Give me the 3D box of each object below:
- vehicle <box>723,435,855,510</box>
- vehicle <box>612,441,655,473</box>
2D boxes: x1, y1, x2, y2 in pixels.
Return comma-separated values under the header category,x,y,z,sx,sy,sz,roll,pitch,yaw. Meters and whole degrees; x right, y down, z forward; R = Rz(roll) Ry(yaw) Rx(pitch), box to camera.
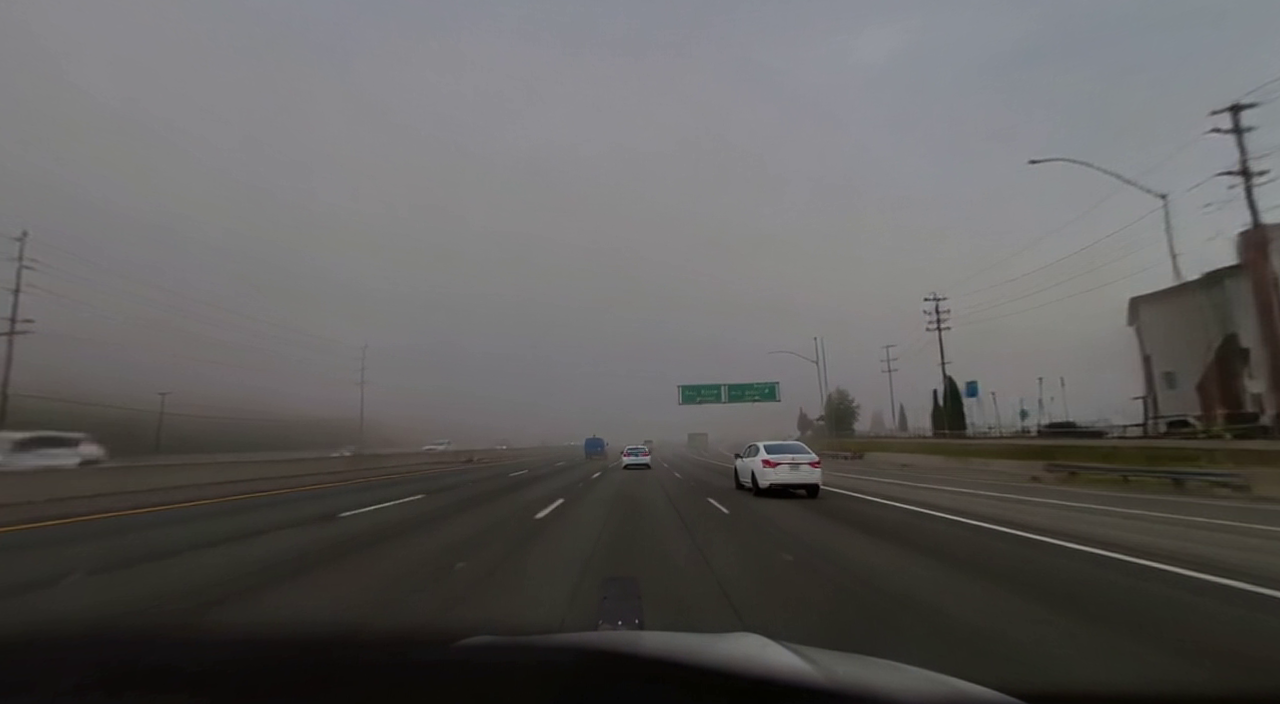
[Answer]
category,x,y,z,sx,sy,sz,roll,pitch,yaw
vehicle,3.366,2.812,15.225,1.995,1.533,4.463,0,-8,-2
vehicle,-0.346,5.191,31.375,2.019,1.472,3.971,0,-8,-1
